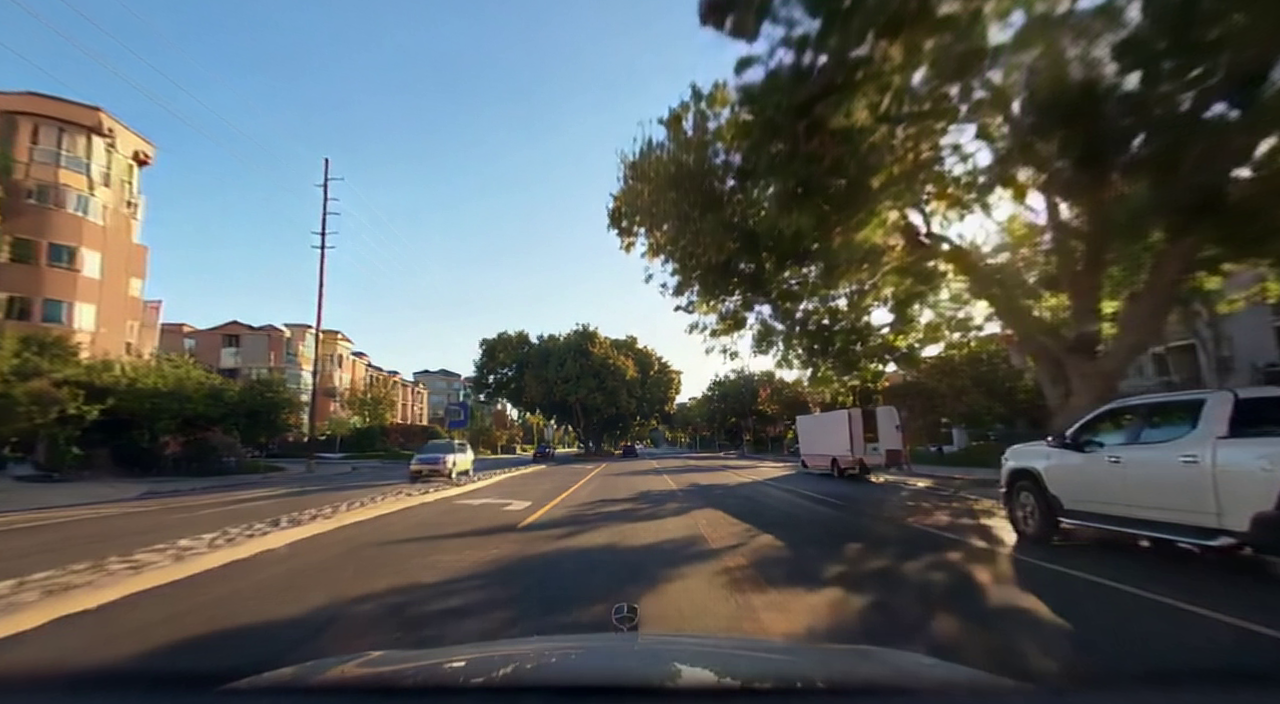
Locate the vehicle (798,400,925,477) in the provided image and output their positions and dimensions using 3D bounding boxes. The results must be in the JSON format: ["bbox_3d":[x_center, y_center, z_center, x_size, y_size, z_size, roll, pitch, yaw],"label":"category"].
[{"bbox_3d":[10.139,4.112,30.142,2.842,2.993,8.104,-3,-8,-1],"label":"vehicle"}]

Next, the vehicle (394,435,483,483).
[{"bbox_3d":[-8.498,4.535,27.175,2.189,1.816,4.819,-1,-8,0],"label":"vehicle"}]

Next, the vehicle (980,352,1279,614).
[{"bbox_3d":[6.083,1.124,5.775,2.493,1.956,6.125,-1,-8,0],"label":"vehicle"}]
